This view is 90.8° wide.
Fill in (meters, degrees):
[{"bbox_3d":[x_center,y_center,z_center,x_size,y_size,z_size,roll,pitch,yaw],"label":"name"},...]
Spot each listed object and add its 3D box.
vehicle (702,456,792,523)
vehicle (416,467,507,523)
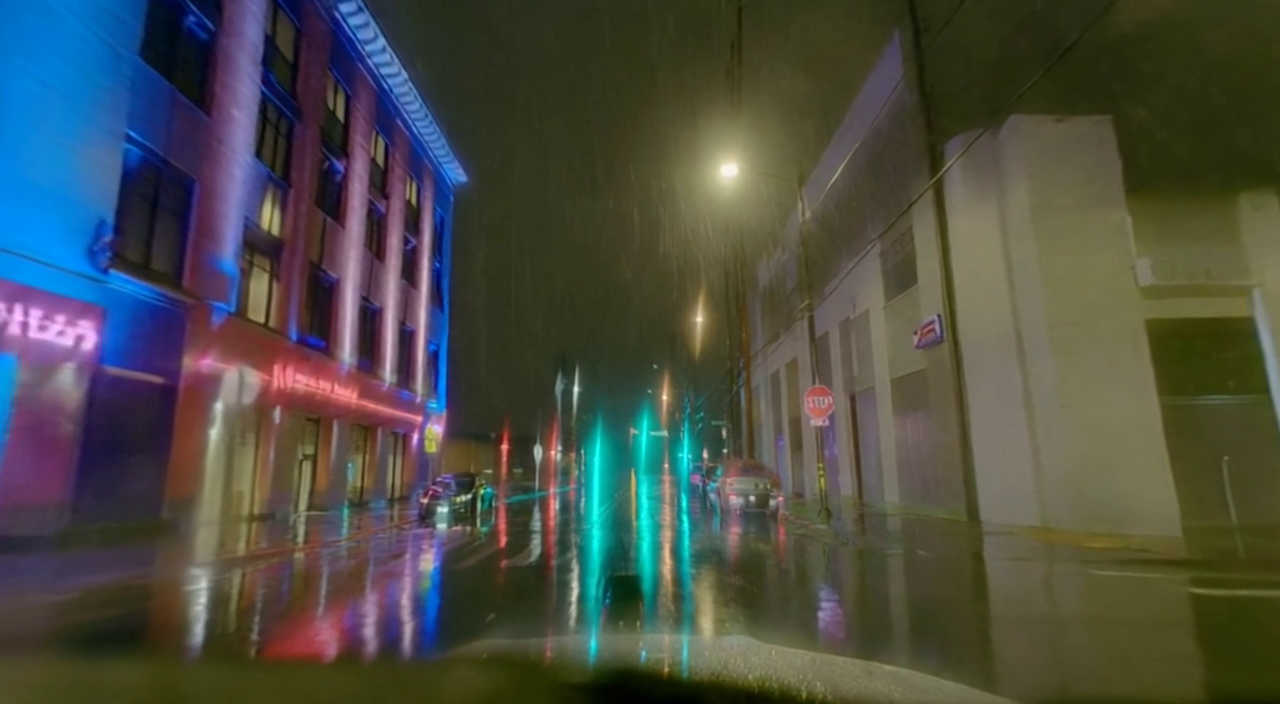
[{"bbox_3d":[3.043,3.985,18.891,1.917,1.680,4.500,0,-9,0],"label":"vehicle"},{"bbox_3d":[-5.536,4.473,20.113,1.864,1.447,3.887,0,-9,-2],"label":"vehicle"}]
